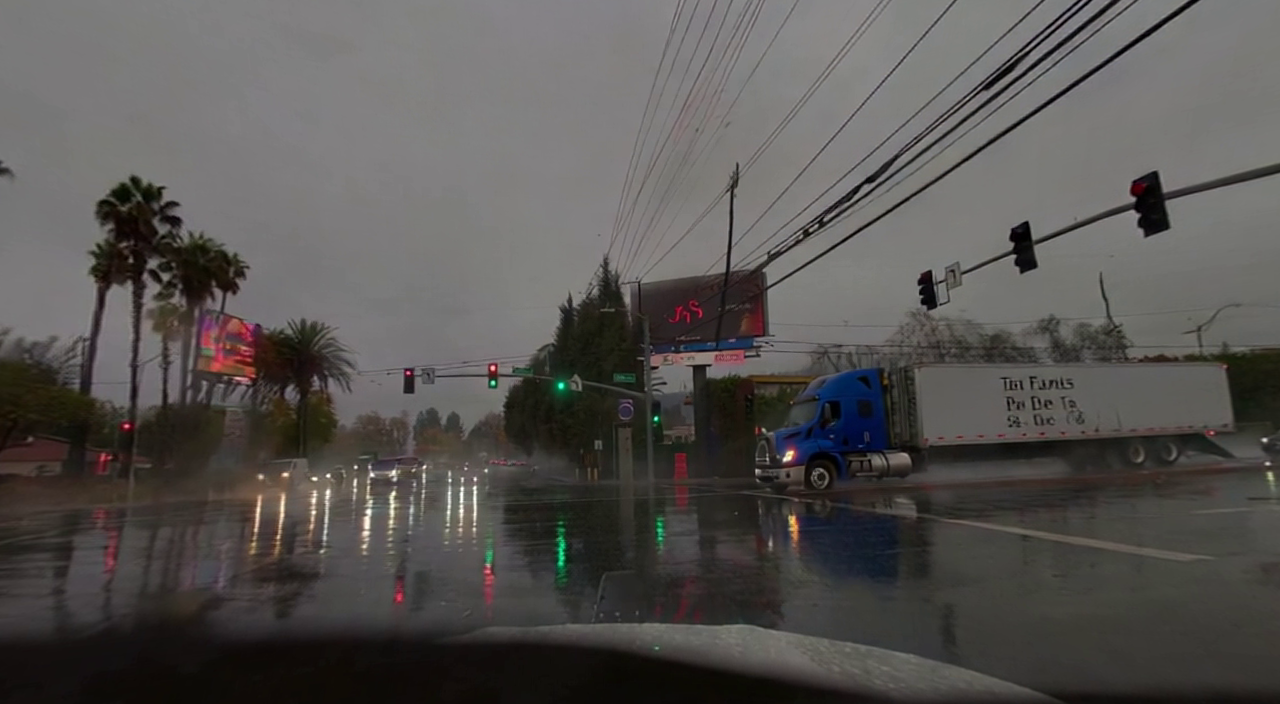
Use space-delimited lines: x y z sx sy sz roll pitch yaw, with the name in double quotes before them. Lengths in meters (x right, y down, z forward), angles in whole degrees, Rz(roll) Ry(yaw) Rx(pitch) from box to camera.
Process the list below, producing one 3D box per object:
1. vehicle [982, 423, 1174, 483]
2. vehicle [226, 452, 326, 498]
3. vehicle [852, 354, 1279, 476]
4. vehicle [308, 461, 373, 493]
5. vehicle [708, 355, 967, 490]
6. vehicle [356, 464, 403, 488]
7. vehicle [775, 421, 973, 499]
"vehicle" 14.059 3.266 20.437 4.958 1.510 1.949 -2 -10 -10
"vehicle" -22.845 7.688 40.148 2.989 2.573 6.053 0 -9 -4
"vehicle" 16.964 2.445 24.565 17.071 4.151 2.876 1 -9 -11
"vehicle" -18.418 7.671 39.156 2.028 1.744 4.876 0 -9 -5
"vehicle" 6.874 2.526 22.686 8.167 4.352 3.029 1 -9 -10
"vehicle" -19.408 9.198 47.332 1.834 1.521 4.970 0 -9 -5
"vehicle" 7.069 3.295 19.423 5.079 1.893 2.200 -2 -10 -11
